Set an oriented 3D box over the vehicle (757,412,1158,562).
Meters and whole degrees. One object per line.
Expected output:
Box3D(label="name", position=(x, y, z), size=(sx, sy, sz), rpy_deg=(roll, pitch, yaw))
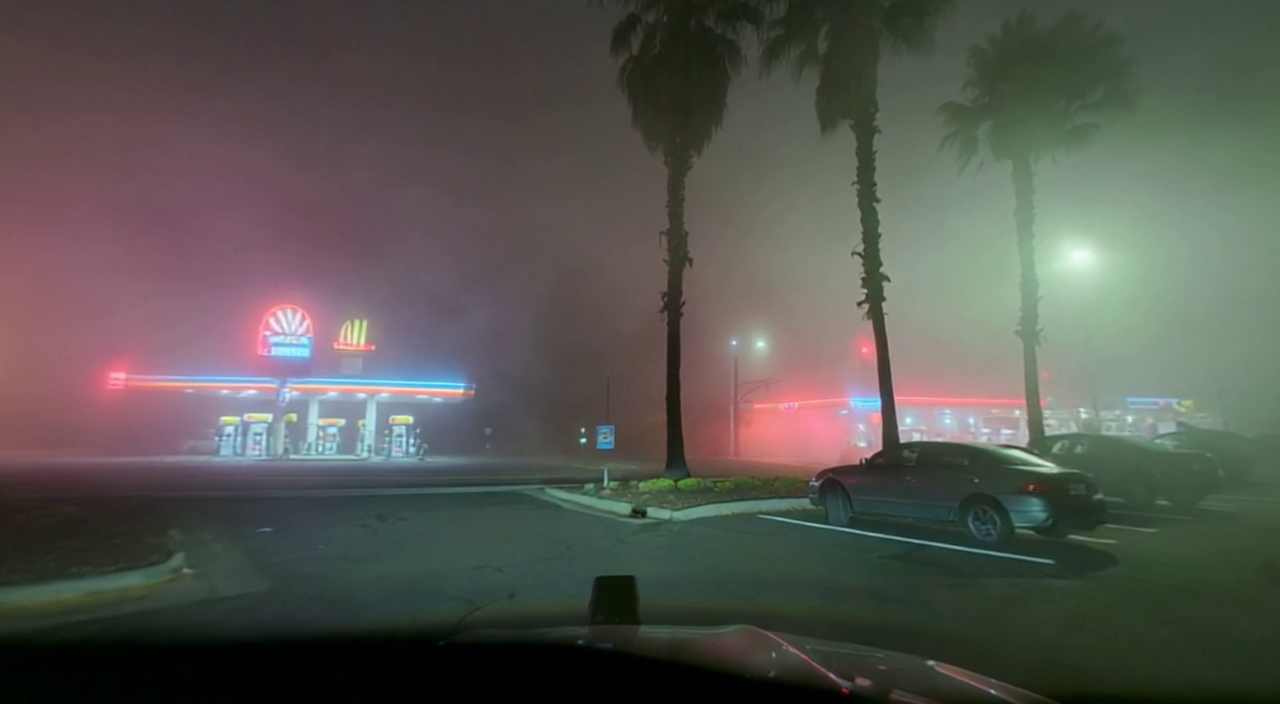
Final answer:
Box3D(label="vehicle", position=(3.959, 1.720, 8.816), size=(1.937, 1.490, 4.564), rpy_deg=(5, -10, -33))
